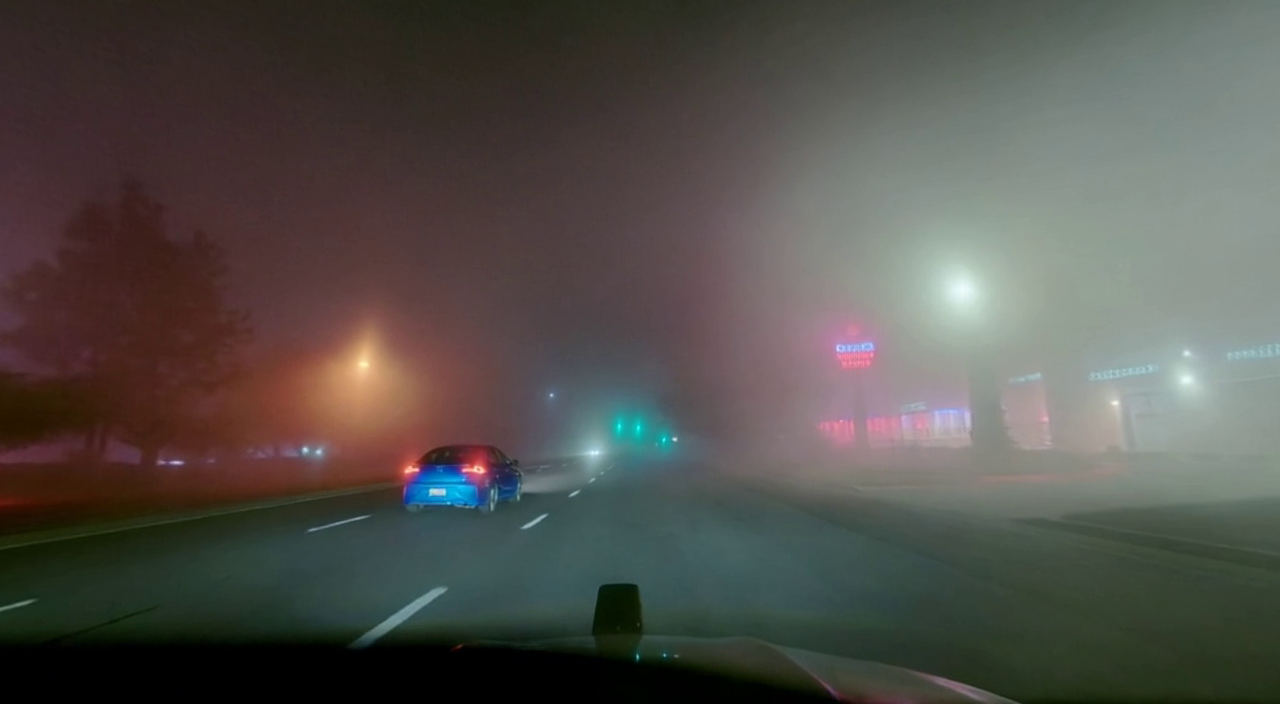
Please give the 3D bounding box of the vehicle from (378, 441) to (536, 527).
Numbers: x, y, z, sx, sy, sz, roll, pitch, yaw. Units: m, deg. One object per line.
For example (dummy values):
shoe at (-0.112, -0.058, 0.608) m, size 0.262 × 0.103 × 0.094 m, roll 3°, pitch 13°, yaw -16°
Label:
vehicle at (-3.501, 2.592, 13.038) m, size 2.005 × 1.477 × 4.169 m, roll 0°, pitch -8°, yaw 0°
